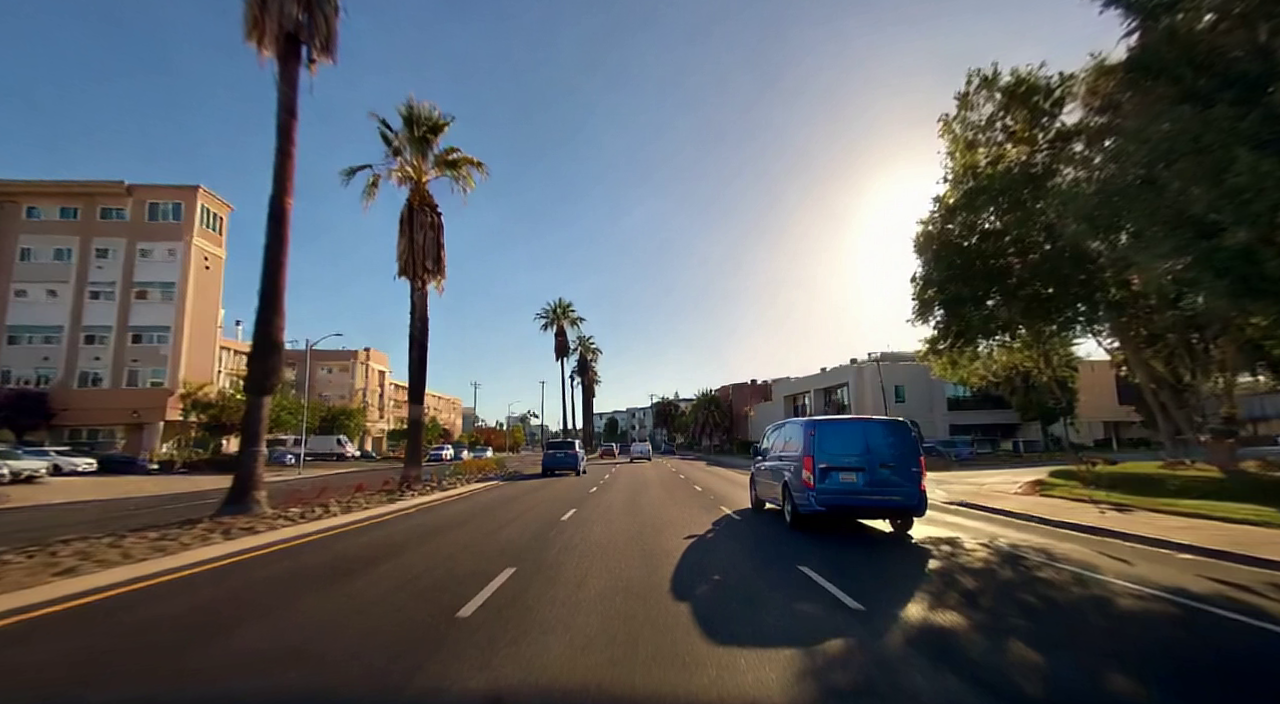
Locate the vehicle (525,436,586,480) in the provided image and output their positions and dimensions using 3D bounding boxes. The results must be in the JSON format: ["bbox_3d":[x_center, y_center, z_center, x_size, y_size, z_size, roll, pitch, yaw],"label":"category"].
[{"bbox_3d":[-3.477,4.433,26.707,1.967,1.703,4.157,0,-8,1],"label":"vehicle"}]

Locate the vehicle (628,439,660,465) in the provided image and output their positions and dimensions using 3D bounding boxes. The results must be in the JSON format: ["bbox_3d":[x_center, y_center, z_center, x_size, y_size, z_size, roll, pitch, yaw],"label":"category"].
[{"bbox_3d":[0.240,7.105,45.183,2.191,1.761,3.857,0,-9,0],"label":"vehicle"}]

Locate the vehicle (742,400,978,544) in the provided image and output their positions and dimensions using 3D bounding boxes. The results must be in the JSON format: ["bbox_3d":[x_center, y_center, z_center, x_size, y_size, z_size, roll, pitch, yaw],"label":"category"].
[{"bbox_3d":[3.346,1.960,10.946,2.234,1.912,4.847,0,-9,-1],"label":"vehicle"}]

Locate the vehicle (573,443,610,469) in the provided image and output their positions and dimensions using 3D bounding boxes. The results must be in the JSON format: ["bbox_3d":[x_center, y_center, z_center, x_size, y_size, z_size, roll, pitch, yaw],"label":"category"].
[{"bbox_3d":[-2.803,6.142,37.505,1.869,1.454,4.142,0,-8,0],"label":"vehicle"}]

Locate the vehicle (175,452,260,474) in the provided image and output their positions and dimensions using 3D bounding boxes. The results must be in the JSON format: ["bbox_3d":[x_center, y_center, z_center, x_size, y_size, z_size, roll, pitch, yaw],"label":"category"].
[{"bbox_3d":[-28.595,7.505,42.819,4.371,1.393,1.867,0,-9,-1],"label":"vehicle"}]

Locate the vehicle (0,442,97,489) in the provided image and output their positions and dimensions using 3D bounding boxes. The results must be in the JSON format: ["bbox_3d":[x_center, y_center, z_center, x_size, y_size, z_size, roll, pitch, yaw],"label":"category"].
[{"bbox_3d":[-29.099,5.144,28.825,6.396,2.029,2.355,0,-8,0],"label":"vehicle"}]
